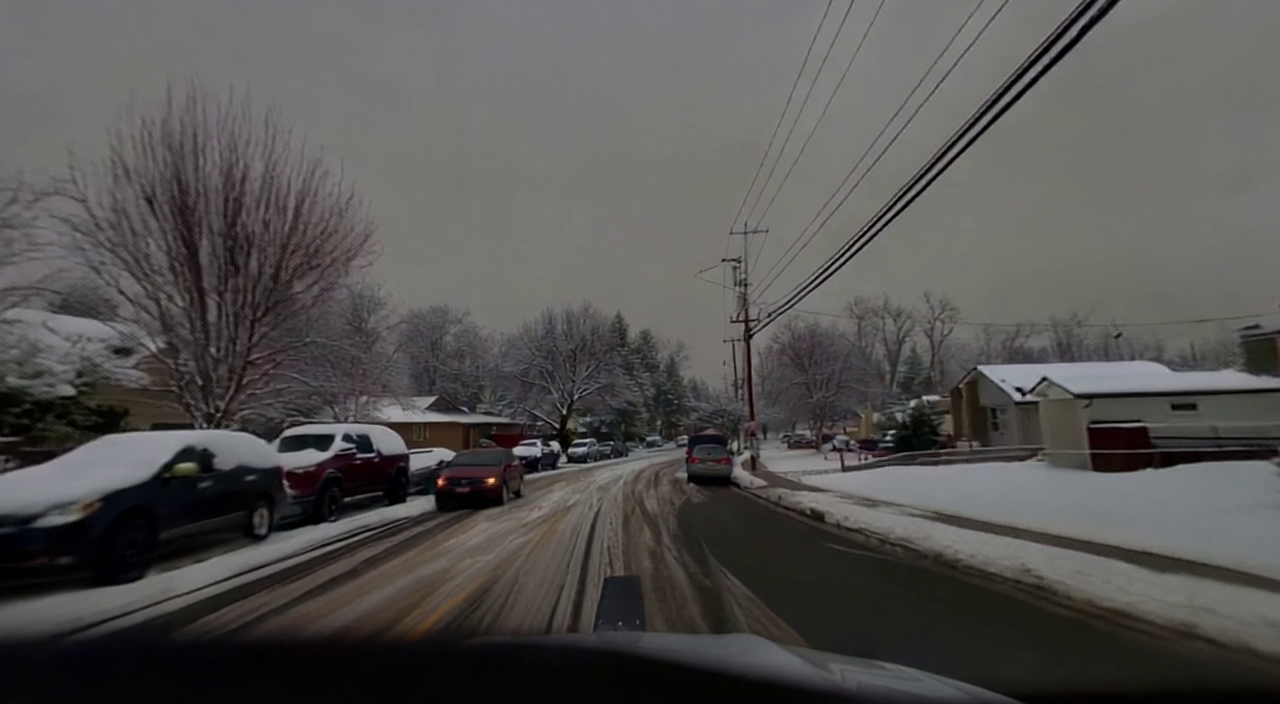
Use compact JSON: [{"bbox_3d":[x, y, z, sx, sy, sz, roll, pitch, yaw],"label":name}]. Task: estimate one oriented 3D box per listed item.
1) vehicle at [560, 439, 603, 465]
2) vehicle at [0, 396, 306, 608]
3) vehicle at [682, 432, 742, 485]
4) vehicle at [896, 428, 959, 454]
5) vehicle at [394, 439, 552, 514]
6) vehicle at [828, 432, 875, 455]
[{"bbox_3d":[-4.355,7.563,47.999,2.192,1.873,4.985,-1,-8,8],"label":"vehicle"},{"bbox_3d":[-7.126,1.905,8.928,2.312,2.032,5.585,-1,-9,-6],"label":"vehicle"},{"bbox_3d":[2.698,4.034,24.289,2.032,1.810,5.047,-1,-8,5],"label":"vehicle"},{"bbox_3d":[21.244,6.644,46.937,2.253,1.805,4.842,2,-9,-2],"label":"vehicle"},{"bbox_3d":[-3.771,2.901,15.332,2.448,1.475,4.568,-2,-8,2],"label":"vehicle"},{"bbox_3d":[16.014,6.954,48.052,2.079,1.675,3.855,0,-8,-2],"label":"vehicle"}]
